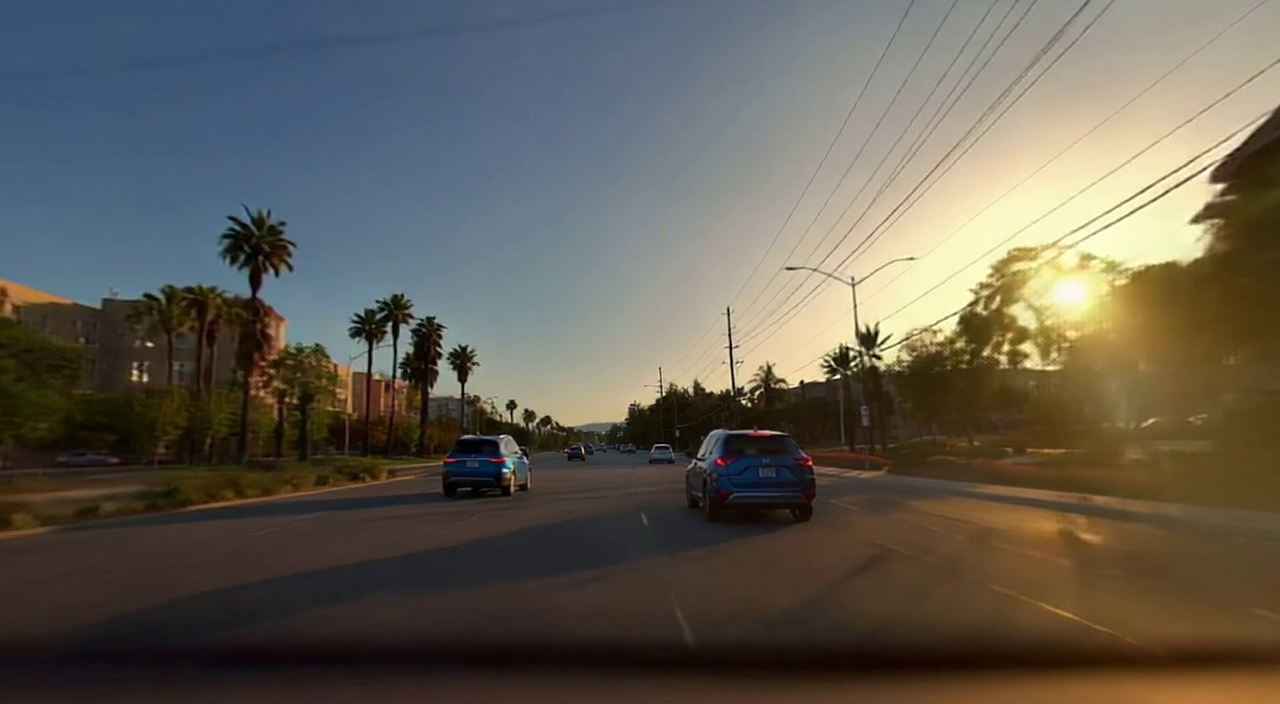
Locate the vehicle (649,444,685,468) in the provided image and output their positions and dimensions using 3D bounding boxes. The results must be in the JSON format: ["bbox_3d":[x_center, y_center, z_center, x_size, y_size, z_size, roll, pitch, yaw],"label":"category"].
[{"bbox_3d":[1.673,6.661,40.487,1.981,1.472,3.923,0,-9,-2],"label":"vehicle"}]

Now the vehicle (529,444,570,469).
[{"bbox_3d":[-5.562,6.459,39.096,2.040,1.482,4.121,0,-9,-1],"label":"vehicle"}]

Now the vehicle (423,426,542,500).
[{"bbox_3d":[-4.250,3.094,17.923,2.169,1.796,4.821,0,-9,0],"label":"vehicle"}]

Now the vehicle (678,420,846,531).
[{"bbox_3d":[2.055,2.256,12.034,2.198,1.706,4.166,0,-9,-2],"label":"vehicle"}]
